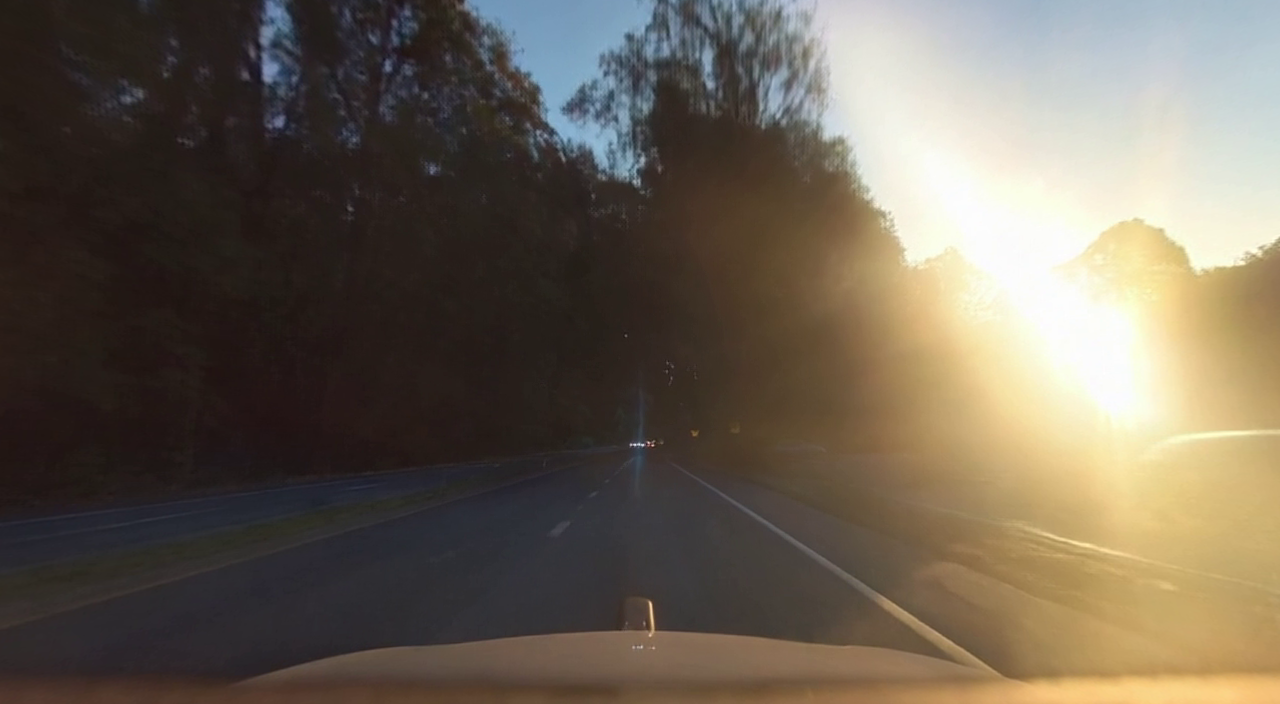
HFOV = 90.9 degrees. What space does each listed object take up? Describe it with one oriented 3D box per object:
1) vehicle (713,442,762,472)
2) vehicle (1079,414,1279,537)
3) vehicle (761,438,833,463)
[{"bbox_3d":[5.177,5.612,34.024,1.920,1.514,4.746,0,-8,1],"label":"vehicle"},{"bbox_3d":[10.375,1.903,10.074,5.118,1.701,2.175,0,-8,-3],"label":"vehicle"},{"bbox_3d":[12.057,7.596,48.692,4.920,1.826,2.328,1,-8,0],"label":"vehicle"}]
